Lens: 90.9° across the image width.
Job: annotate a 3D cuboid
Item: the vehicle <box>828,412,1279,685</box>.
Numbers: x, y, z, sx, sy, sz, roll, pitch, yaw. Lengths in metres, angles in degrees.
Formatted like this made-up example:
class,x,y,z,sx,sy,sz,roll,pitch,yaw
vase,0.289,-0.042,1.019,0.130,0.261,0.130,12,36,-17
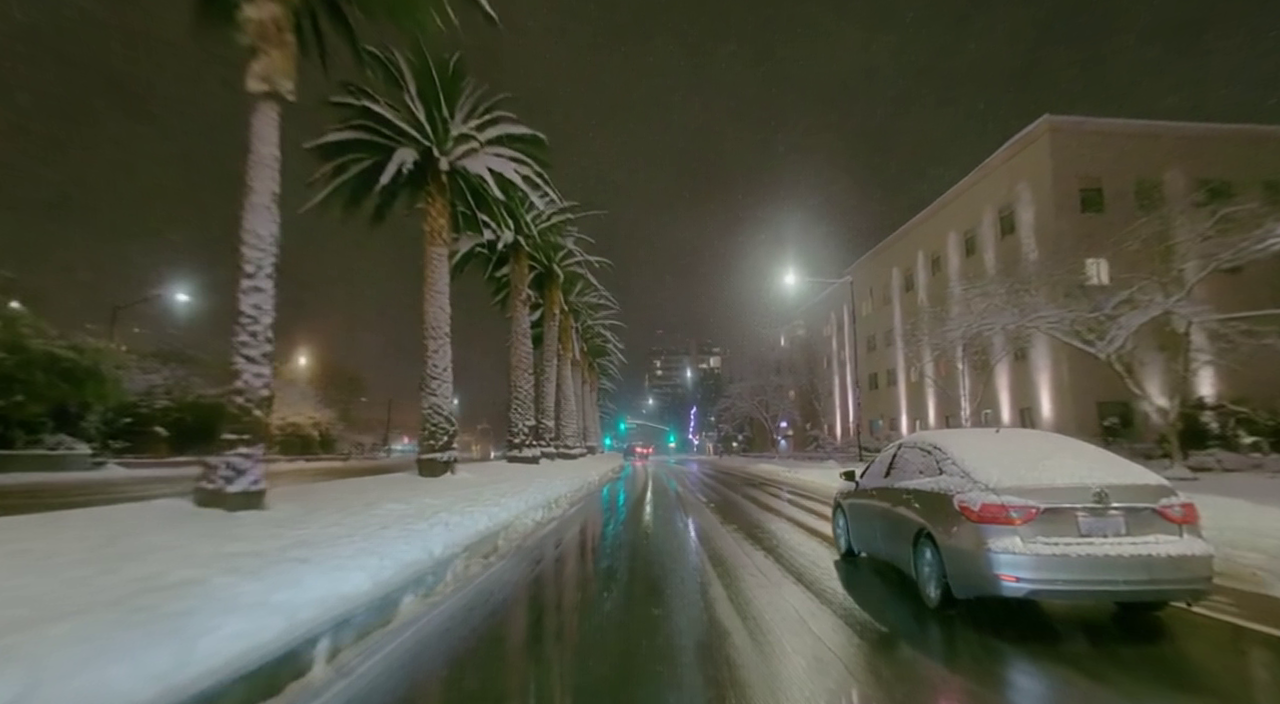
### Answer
class,x,y,z,sx,sy,sz,roll,pitch,yaw
vehicle,3.359,1.448,5.841,1.867,1.554,4.301,0,-8,0
